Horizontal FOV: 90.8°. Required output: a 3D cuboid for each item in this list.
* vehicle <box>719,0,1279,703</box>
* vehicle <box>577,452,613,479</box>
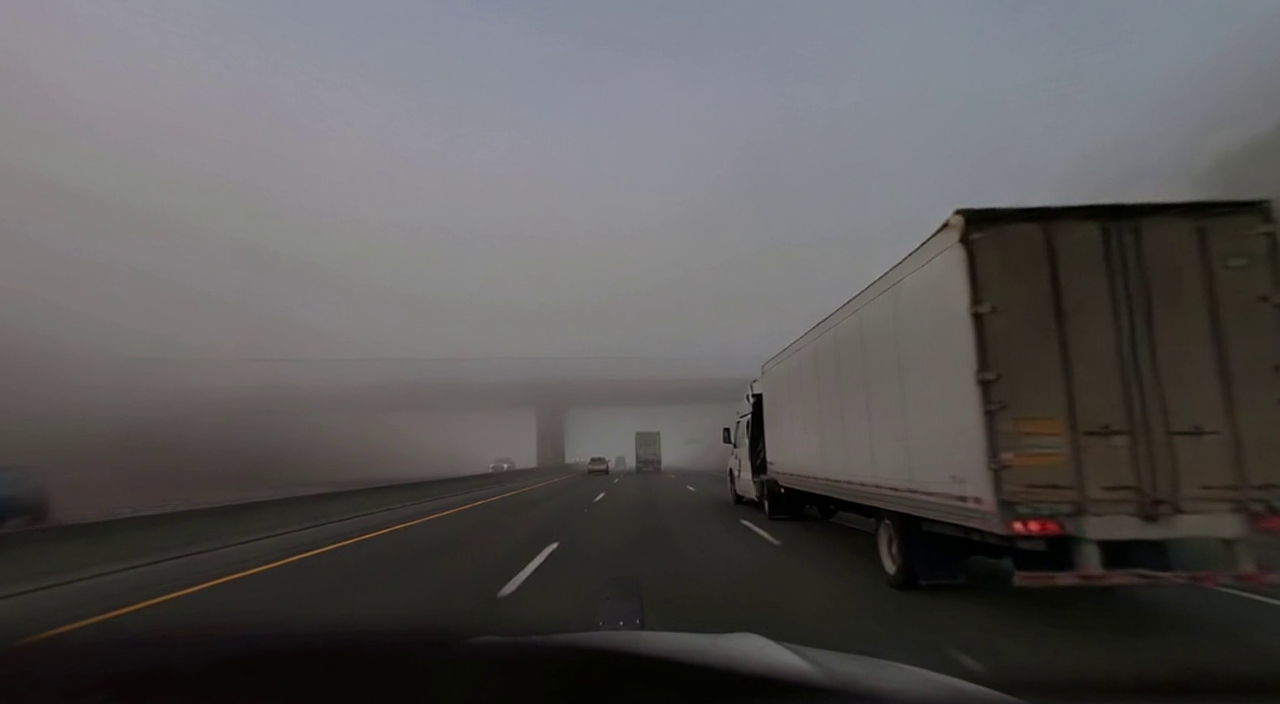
[{"bbox_3d":[4.074,1.158,11.550,3.131,4.037,16.729,0,-9,0],"label":"vehicle"},{"bbox_3d":[-2.844,7.303,40.890,2.007,1.647,3.854,0,-9,0],"label":"vehicle"}]
